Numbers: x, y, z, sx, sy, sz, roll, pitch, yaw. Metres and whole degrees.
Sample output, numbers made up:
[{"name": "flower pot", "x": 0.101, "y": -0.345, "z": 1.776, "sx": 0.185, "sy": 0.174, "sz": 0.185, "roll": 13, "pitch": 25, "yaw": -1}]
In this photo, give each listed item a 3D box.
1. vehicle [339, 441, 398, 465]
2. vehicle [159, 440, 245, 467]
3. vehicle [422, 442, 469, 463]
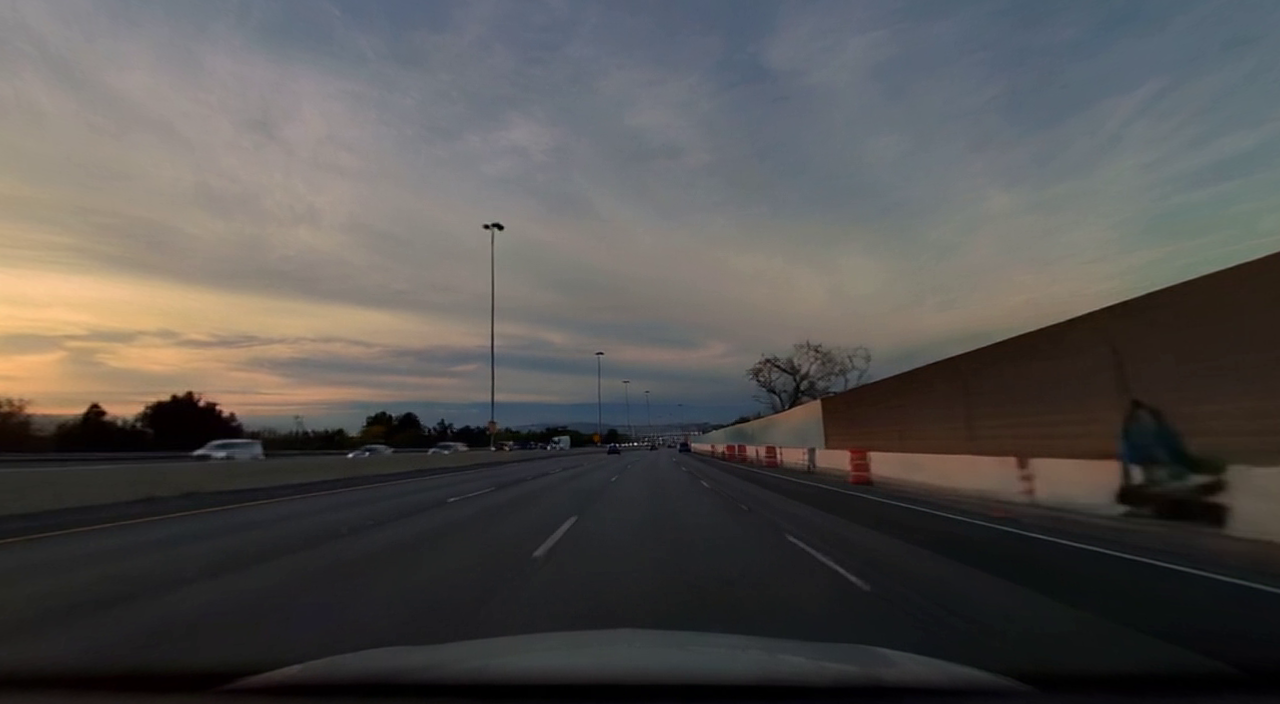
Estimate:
[{"name": "vehicle", "x": -18.964, "y": 7.076, "z": 44.220, "sx": 1.992, "sy": 1.571, "sz": 4.542, "roll": 0, "pitch": -9, "yaw": 2}, {"name": "vehicle", "x": -29.102, "y": 6.772, "z": 42.067, "sx": 1.979, "sy": 1.694, "sz": 5.008, "roll": 0, "pitch": -9, "yaw": 2}, {"name": "vehicle", "x": -14.837, "y": 7.702, "z": 48.286, "sx": 1.945, "sy": 1.515, "sz": 4.455, "roll": 0, "pitch": -9, "yaw": 3}]
